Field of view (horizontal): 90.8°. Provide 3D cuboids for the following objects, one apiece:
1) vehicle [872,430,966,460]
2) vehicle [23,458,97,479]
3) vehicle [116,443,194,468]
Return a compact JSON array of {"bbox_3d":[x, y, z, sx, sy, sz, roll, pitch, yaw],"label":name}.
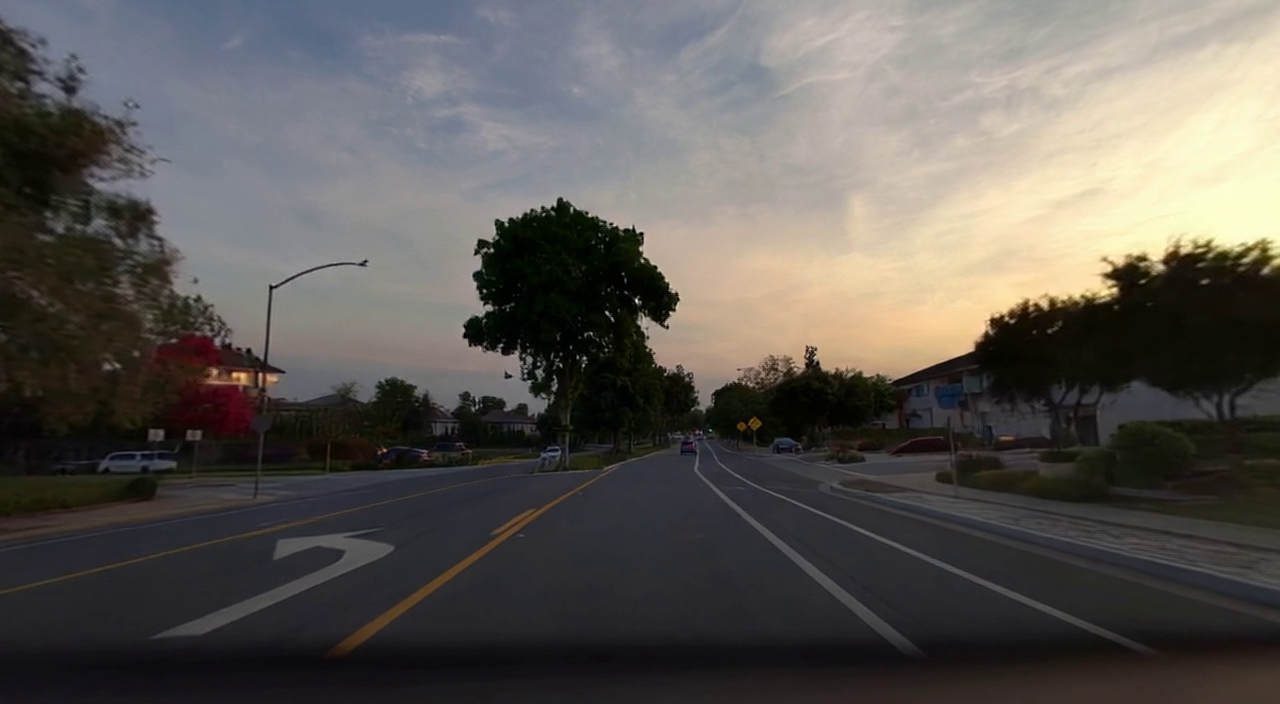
[{"bbox_3d":[18.224,6.112,41.429,5.035,1.772,2.115,-1,-10,-1],"label":"vehicle"},{"bbox_3d":[-43.037,8.631,46.878,3.981,1.446,1.765,-1,-9,7],"label":"vehicle"},{"bbox_3d":[-34.899,7.435,45.494,4.230,1.733,1.877,-1,-8,7],"label":"vehicle"}]
